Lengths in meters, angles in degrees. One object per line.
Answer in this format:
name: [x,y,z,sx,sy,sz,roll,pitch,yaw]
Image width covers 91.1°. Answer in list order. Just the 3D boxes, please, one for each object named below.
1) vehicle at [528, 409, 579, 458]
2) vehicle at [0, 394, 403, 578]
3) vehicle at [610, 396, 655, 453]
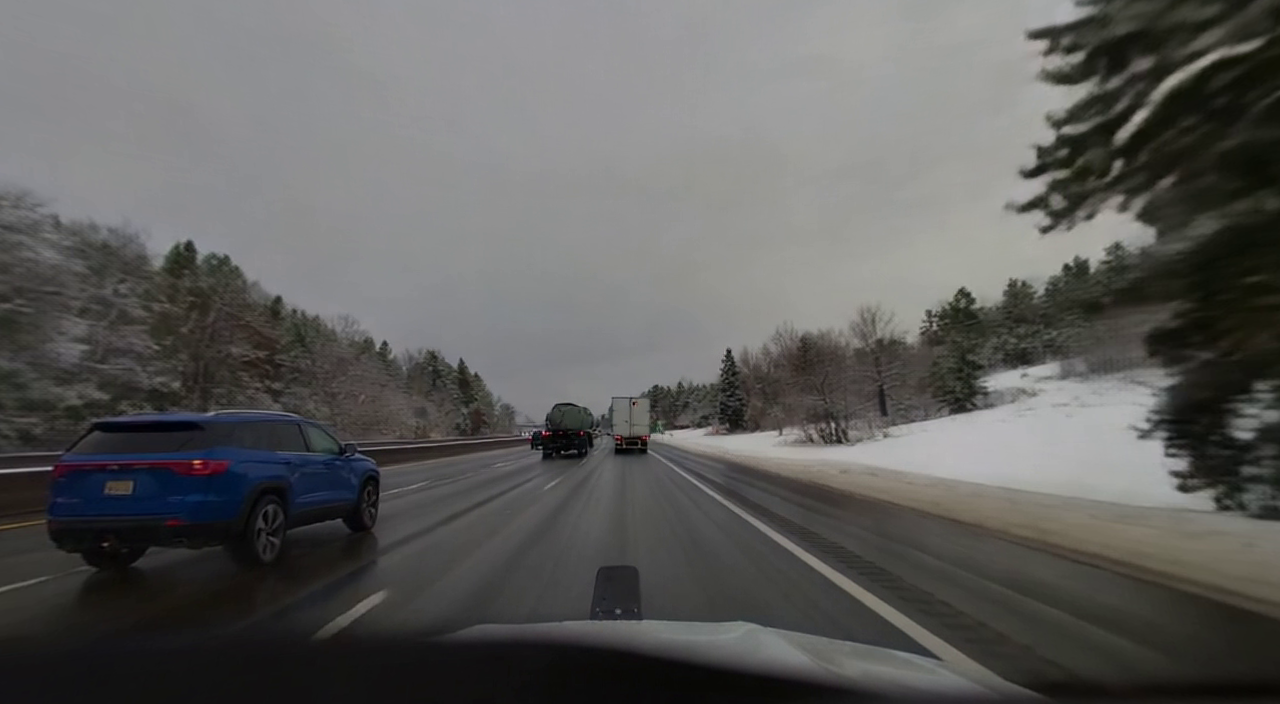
vehicle: [-5.189,5.017,38.590,2.383,2.726,5.677,0,-8,-1]
vehicle: [-4.956,1.526,8.067,2.089,1.669,4.515,0,-8,-1]
vehicle: [-0.654,5.576,47.766,3.078,3.955,8.774,0,-8,-2]
